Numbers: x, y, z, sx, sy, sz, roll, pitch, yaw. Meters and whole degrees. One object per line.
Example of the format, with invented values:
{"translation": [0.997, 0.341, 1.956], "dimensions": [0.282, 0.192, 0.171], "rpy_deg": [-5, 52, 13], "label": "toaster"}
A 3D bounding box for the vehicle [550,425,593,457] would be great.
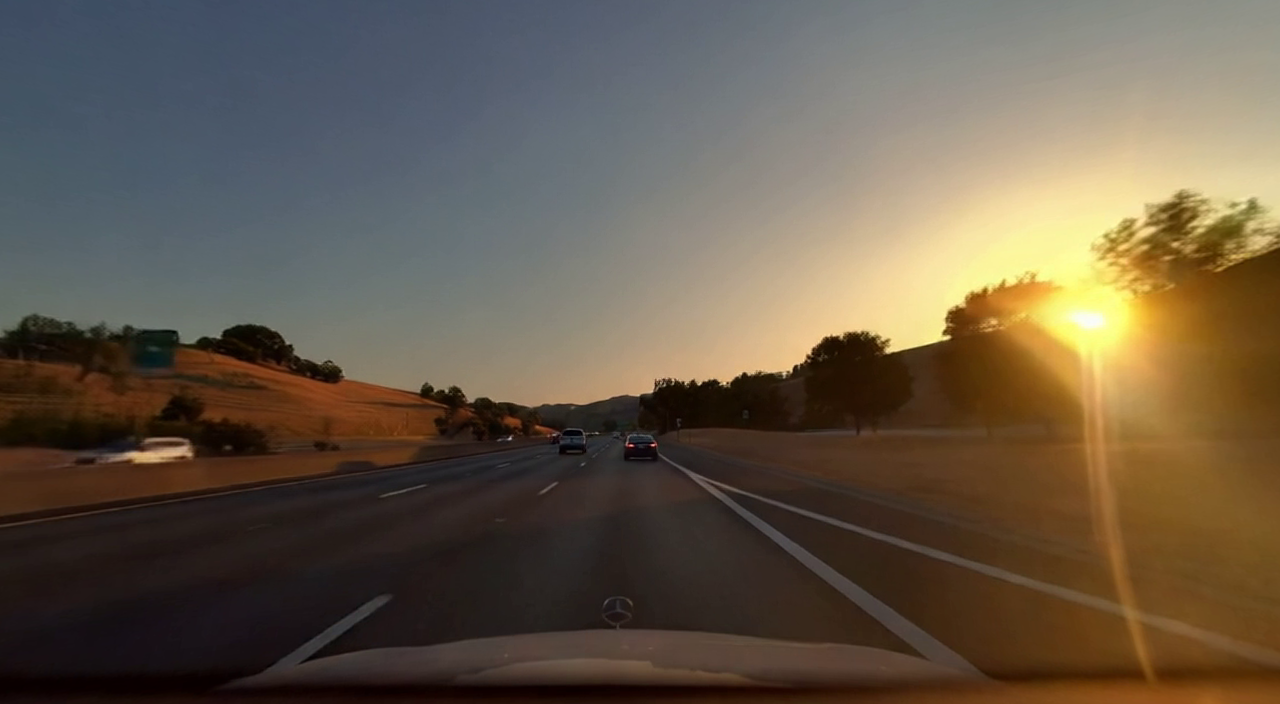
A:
{"translation": [-4.380, 5.801, 41.081], "dimensions": [2.251, 1.938, 4.708], "rpy_deg": [0, -8, 0], "label": "vehicle"}

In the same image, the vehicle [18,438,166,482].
{"translation": [-20.645, 4.048, 23.965], "dimensions": [1.883, 1.501, 4.155], "rpy_deg": [0, -8, -1], "label": "vehicle"}

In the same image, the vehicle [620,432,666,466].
{"translation": [0.083, 4.530, 29.539], "dimensions": [1.948, 1.470, 3.913], "rpy_deg": [0, -8, -3], "label": "vehicle"}
